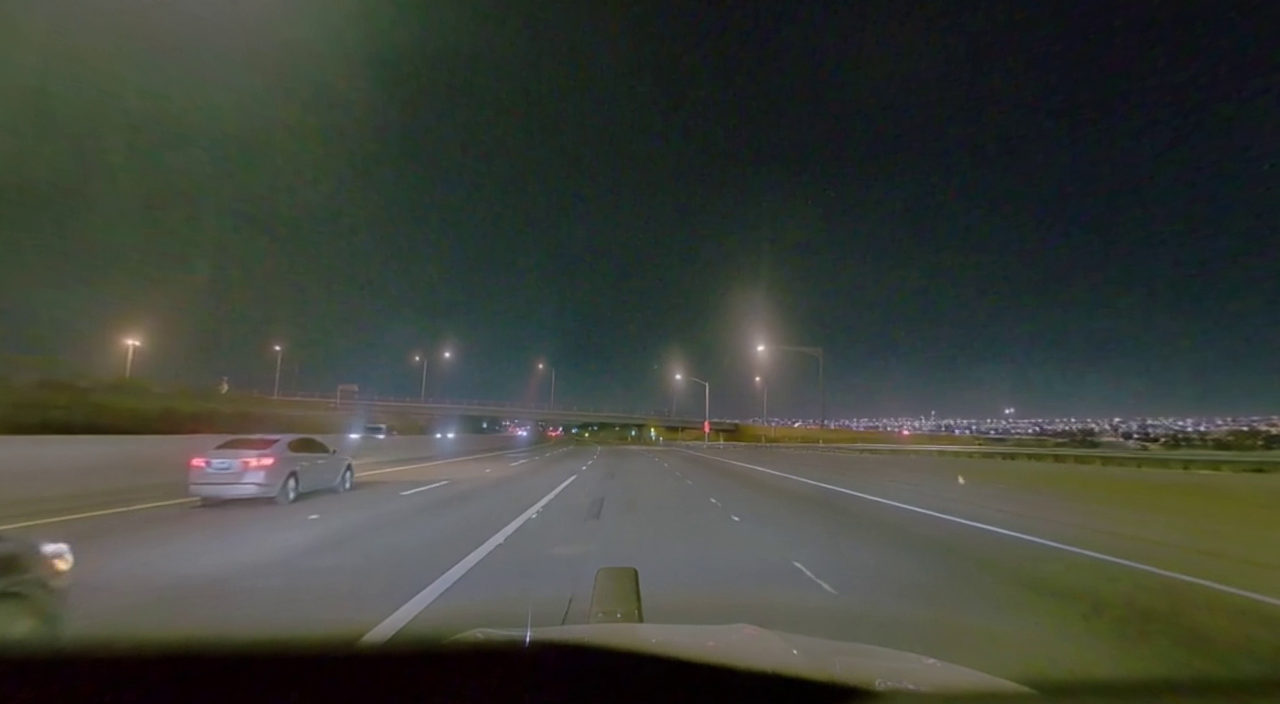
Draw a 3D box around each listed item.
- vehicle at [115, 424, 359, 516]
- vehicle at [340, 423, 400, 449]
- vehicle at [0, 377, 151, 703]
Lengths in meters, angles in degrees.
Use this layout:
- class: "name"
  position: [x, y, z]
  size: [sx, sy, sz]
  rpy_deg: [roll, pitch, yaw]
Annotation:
- class: "vehicle"
  position: [-7.454, 2.191, 12.318]
  size: [1.979, 1.476, 4.324]
  rpy_deg: [0, -8, -1]
- class: "vehicle"
  position: [-16.718, 5.244, 39.169]
  size: [1.866, 1.519, 4.398]
  rpy_deg: [0, -8, -2]
- class: "vehicle"
  position: [-3.983, 0.704, 1.251]
  size: [2.123, 1.601, 4.887]
  rpy_deg: [0, -8, -1]
